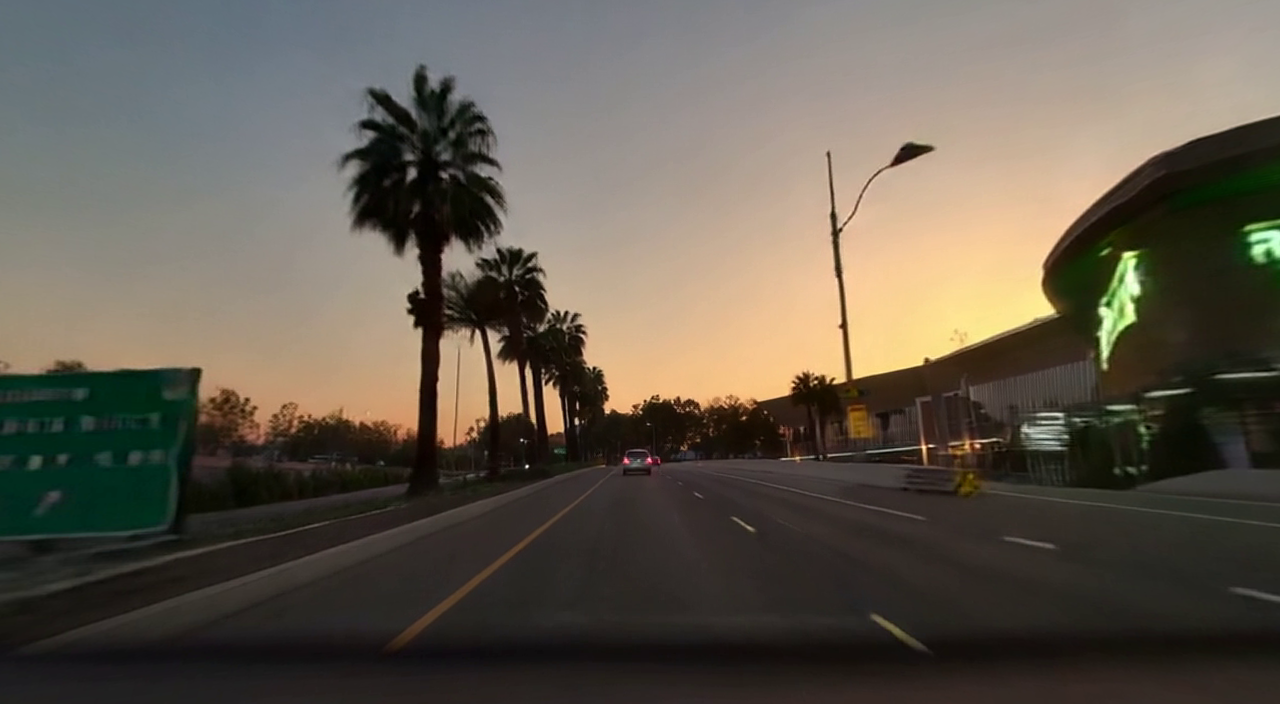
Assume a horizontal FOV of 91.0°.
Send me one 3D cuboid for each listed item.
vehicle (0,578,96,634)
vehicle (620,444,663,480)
[{"bbox_3d":[-30.397,12.394,30.741,2.309,1.963,5.918,0,-14,-1],"label":"vehicle"},{"bbox_3d":[0.039,5.742,33.115,2.089,1.718,4.193,0,-9,-1],"label":"vehicle"}]
